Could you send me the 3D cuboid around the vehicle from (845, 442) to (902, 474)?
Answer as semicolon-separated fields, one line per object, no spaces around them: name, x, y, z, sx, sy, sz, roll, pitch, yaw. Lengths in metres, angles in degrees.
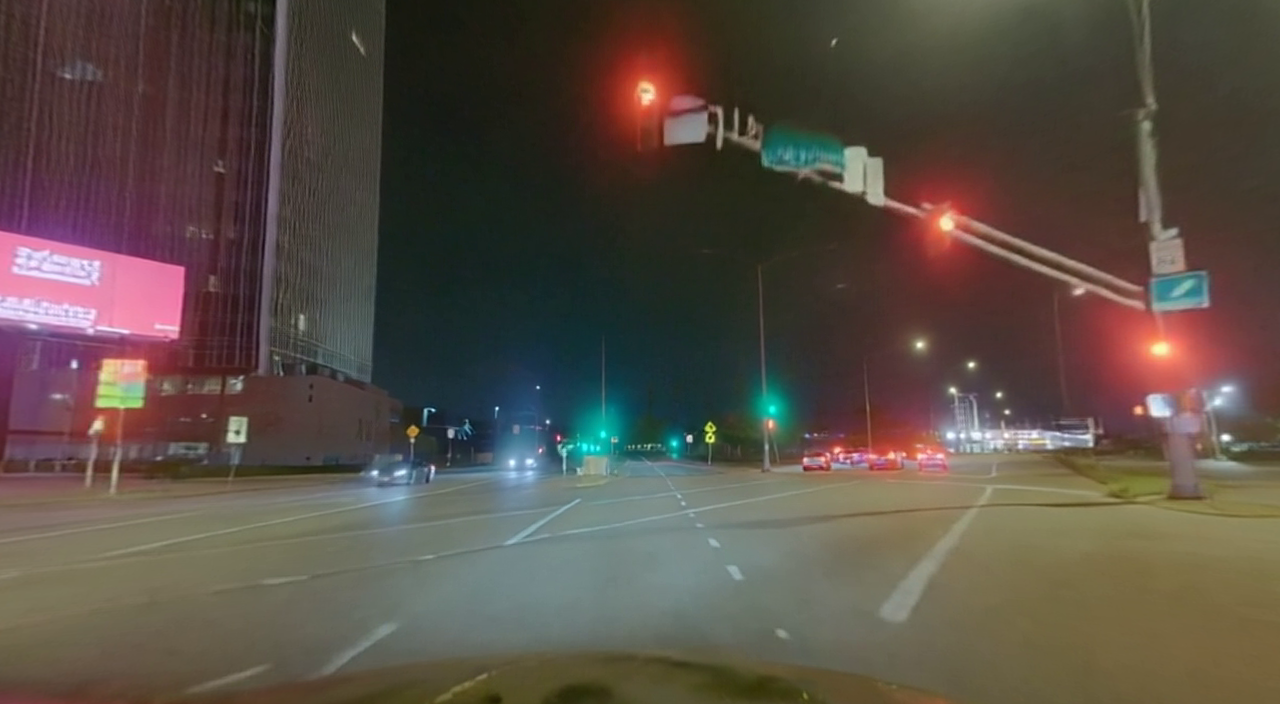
vehicle;14.884;6.697;40.080;2.232;1.814;5.285;-6;-11;31

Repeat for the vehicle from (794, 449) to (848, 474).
vehicle;11.828;7.081;41.047;2.023;1.527;5.016;-6;-11;31

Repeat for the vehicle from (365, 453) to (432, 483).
vehicle;-14.649;7.037;38.592;2.161;1.681;4.743;0;-9;1
